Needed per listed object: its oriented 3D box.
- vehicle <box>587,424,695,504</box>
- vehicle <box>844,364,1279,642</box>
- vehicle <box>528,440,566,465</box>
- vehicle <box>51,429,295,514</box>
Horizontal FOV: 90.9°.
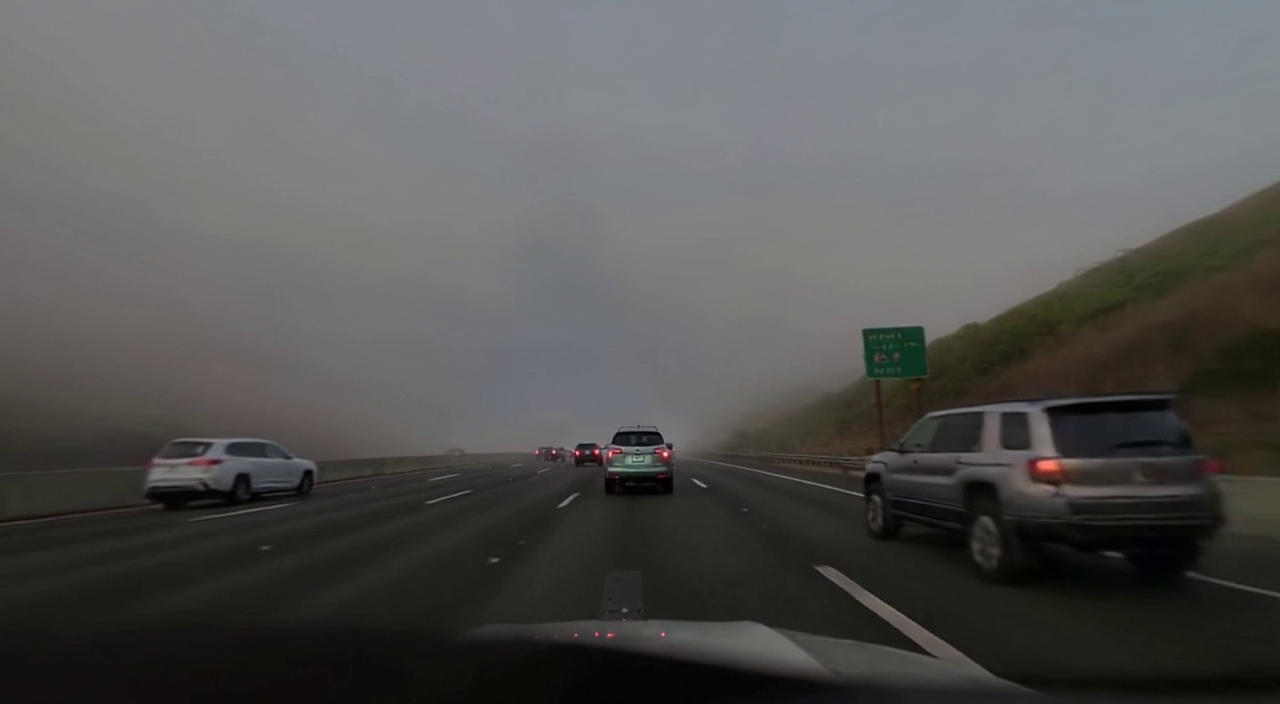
[{"bbox_3d":[0.051,2.868,16.535,2.447,1.804,4.273,0,-9,1],"label":"vehicle"},{"bbox_3d":[4.395,1.436,7.189,2.204,1.852,5.845,0,-9,0],"label":"vehicle"},{"bbox_3d":[-6.751,7.386,46.445,2.024,1.706,4.462,0,-9,1],"label":"vehicle"},{"bbox_3d":[-11.268,2.913,15.910,2.223,1.781,5.098,0,-9,0],"label":"vehicle"}]
